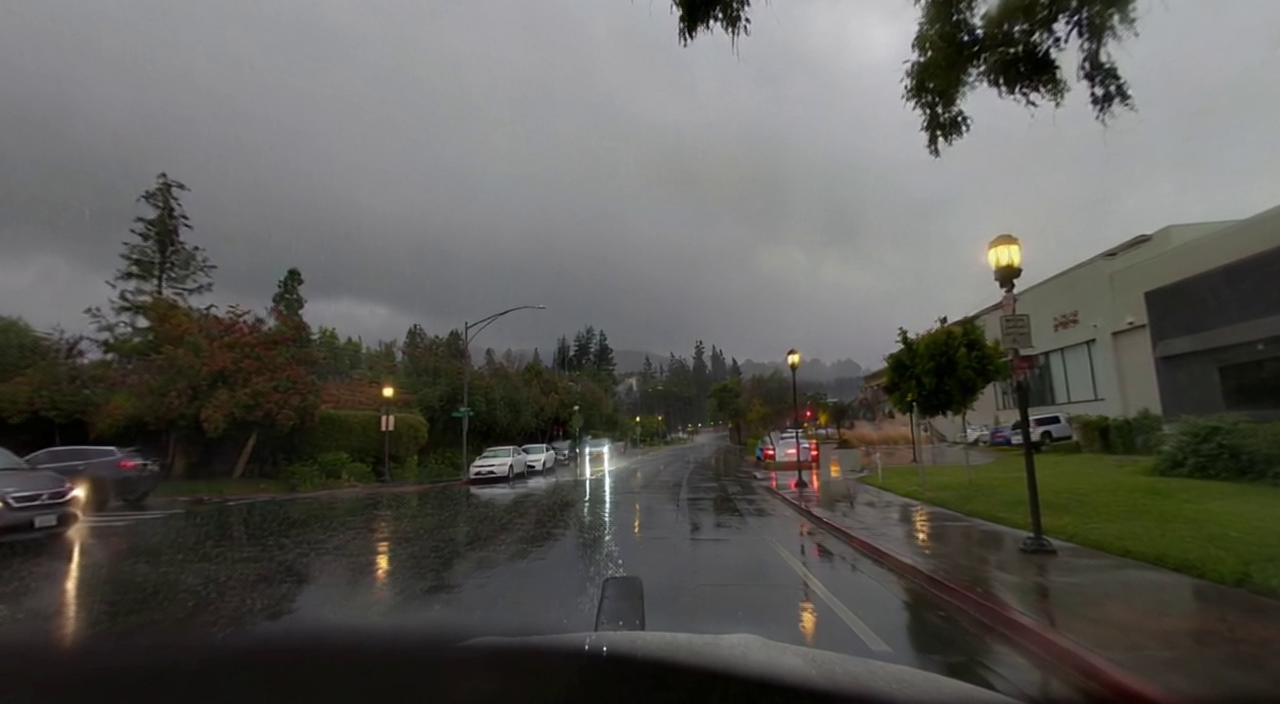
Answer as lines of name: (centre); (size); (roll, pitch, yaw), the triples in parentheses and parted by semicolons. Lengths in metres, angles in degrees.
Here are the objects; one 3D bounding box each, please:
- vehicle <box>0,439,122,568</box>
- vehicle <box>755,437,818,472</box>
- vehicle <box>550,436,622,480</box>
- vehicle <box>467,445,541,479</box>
vehicle: (-10.113, 2.069, 8.955); (4.141, 1.620, 1.876); (-2, -9, 9)
vehicle: (6.694, 4.724, 29.345); (1.918, 1.461, 4.419); (0, -8, 1)
vehicle: (-2.122, 4.384, 26.341); (2.110, 1.651, 4.410); (-1, -9, 7)
vehicle: (-6.067, 4.960, 28.736); (1.968, 1.443, 4.358); (-1, -9, 6)
